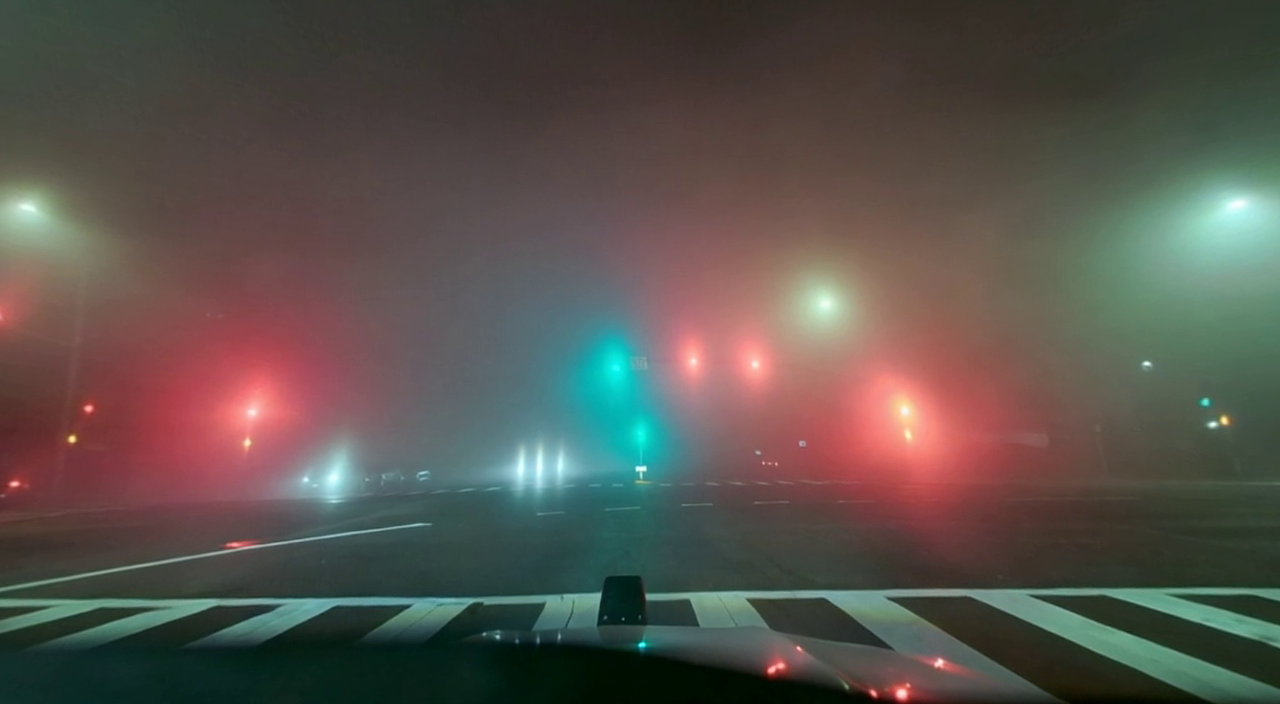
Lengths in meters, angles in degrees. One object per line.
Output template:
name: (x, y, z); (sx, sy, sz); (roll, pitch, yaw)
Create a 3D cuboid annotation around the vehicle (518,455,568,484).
vehicle: (-5.479, 6.706, 36.021); (2.154, 1.501, 4.416); (0, -9, 0)

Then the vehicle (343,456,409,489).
vehicle: (-16.231, 7.377, 38.863); (1.960, 1.819, 5.018); (0, -9, -1)

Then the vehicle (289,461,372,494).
vehicle: (-16.106, 6.551, 32.988); (2.055, 1.506, 4.663); (0, -9, -1)
